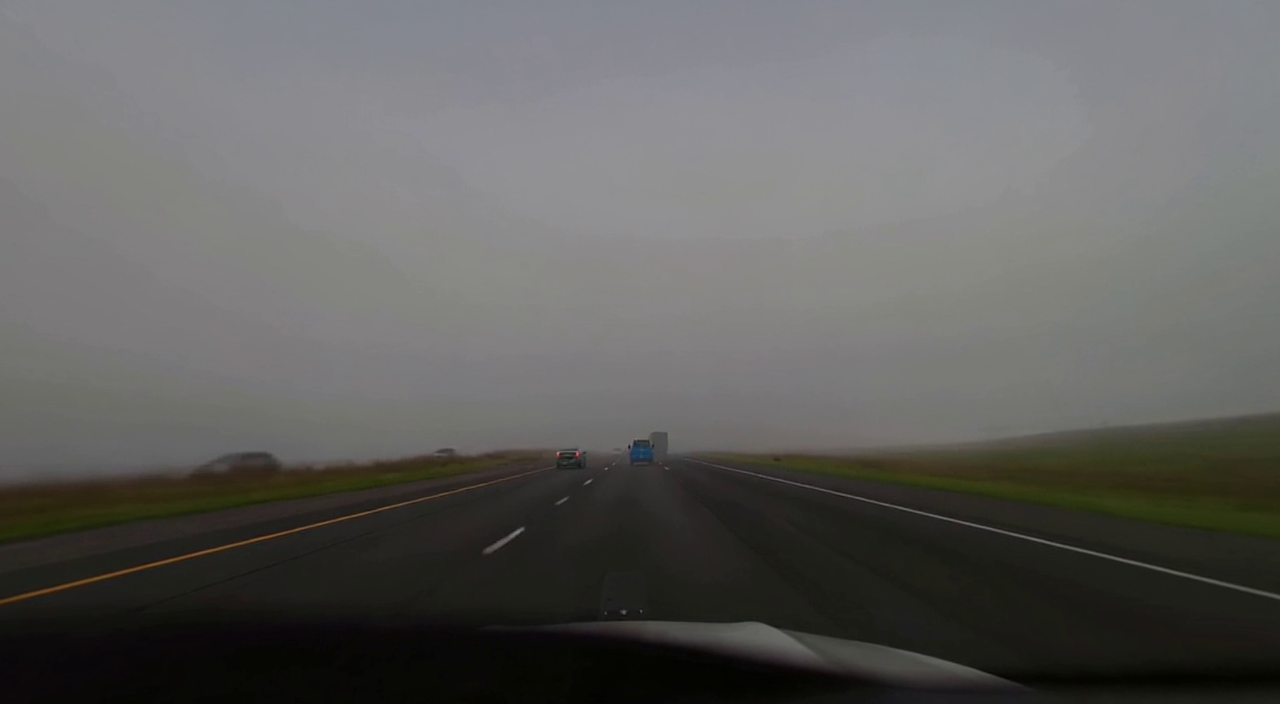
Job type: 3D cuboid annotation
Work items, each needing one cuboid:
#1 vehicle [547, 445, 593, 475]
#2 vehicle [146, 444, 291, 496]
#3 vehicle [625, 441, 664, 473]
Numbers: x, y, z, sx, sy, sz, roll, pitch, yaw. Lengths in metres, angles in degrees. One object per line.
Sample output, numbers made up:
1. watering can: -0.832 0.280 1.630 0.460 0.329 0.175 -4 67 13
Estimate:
1. vehicle: -3.763 5.897 34.662 1.984 1.491 4.341 0 -9 1
2. vehicle: -15.520 4.348 23.615 2.091 1.697 4.796 0 -9 0
3. vehicle: 0.214 5.941 35.920 2.083 1.689 4.083 0 -9 0
